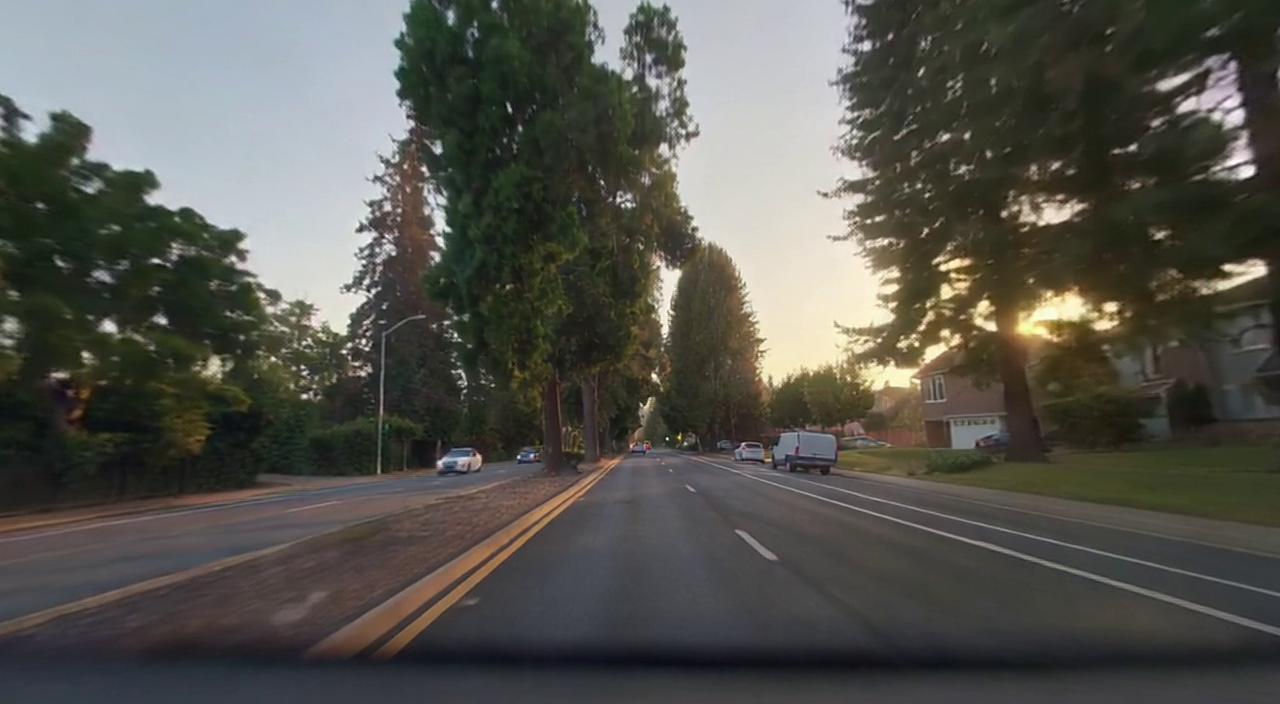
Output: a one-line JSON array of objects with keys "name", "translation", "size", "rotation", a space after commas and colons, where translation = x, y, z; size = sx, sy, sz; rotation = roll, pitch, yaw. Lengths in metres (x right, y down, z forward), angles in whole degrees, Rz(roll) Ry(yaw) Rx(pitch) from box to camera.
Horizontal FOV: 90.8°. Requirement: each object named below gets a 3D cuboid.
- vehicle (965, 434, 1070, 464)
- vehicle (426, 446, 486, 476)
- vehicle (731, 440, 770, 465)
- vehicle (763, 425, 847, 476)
[{"name": "vehicle", "translation": [19.774, 5.084, 33.307], "size": [4.336, 1.480, 1.926], "rotation": [-2, -7, 15]}, {"name": "vehicle", "translation": [-10.008, 5.934, 34.680], "size": [1.958, 1.524, 4.314], "rotation": [0, -8, 0]}, {"name": "vehicle", "translation": [7.477, 6.835, 42.981], "size": [1.965, 1.623, 4.096], "rotation": [0, -8, 1]}, {"name": "vehicle", "translation": [7.516, 4.574, 29.493], "size": [2.278, 2.079, 5.861], "rotation": [0, -8, 0]}]
